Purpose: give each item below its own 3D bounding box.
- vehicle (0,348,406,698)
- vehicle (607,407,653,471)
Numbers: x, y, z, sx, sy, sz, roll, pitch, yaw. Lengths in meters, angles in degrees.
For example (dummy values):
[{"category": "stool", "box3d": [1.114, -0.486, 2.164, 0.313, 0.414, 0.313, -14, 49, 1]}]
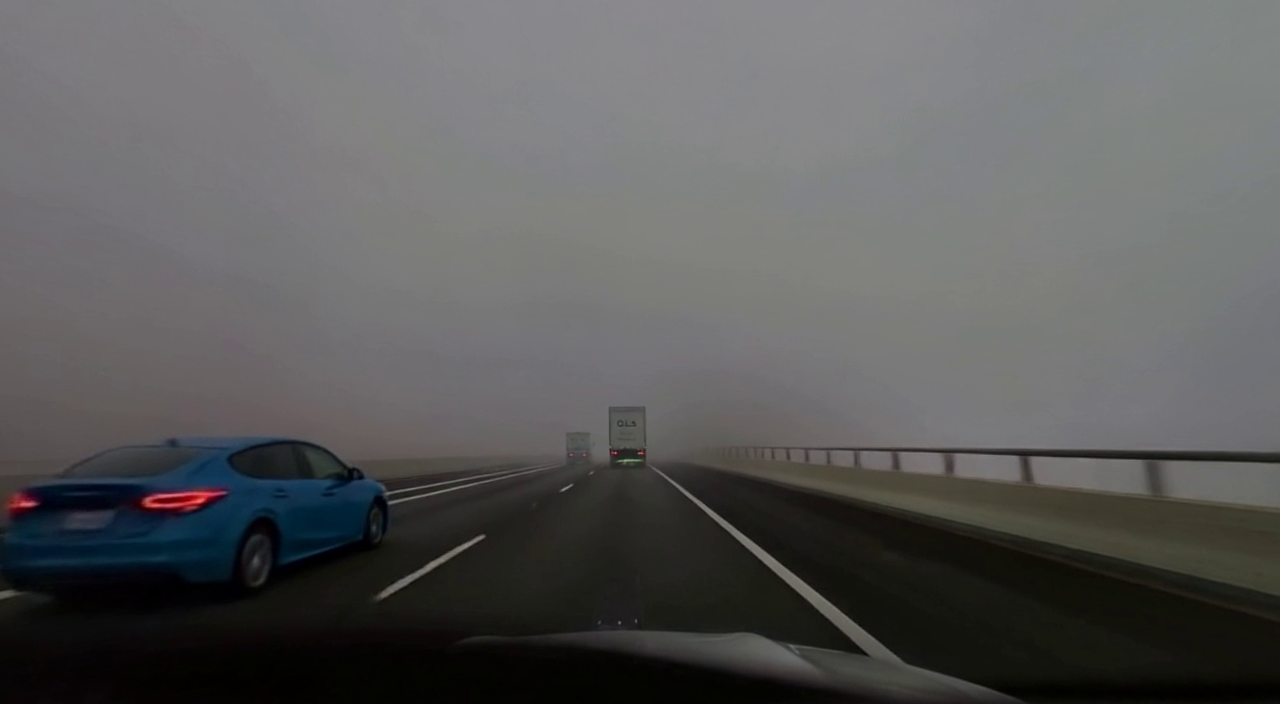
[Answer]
[{"category": "vehicle", "box3d": [-4.356, 1.335, 6.102, 2.226, 1.935, 5.130, 0, -9, -1]}, {"category": "vehicle", "box3d": [-0.753, 6.288, 44.983, 2.923, 4.007, 9.760, 0, -9, -1]}]
